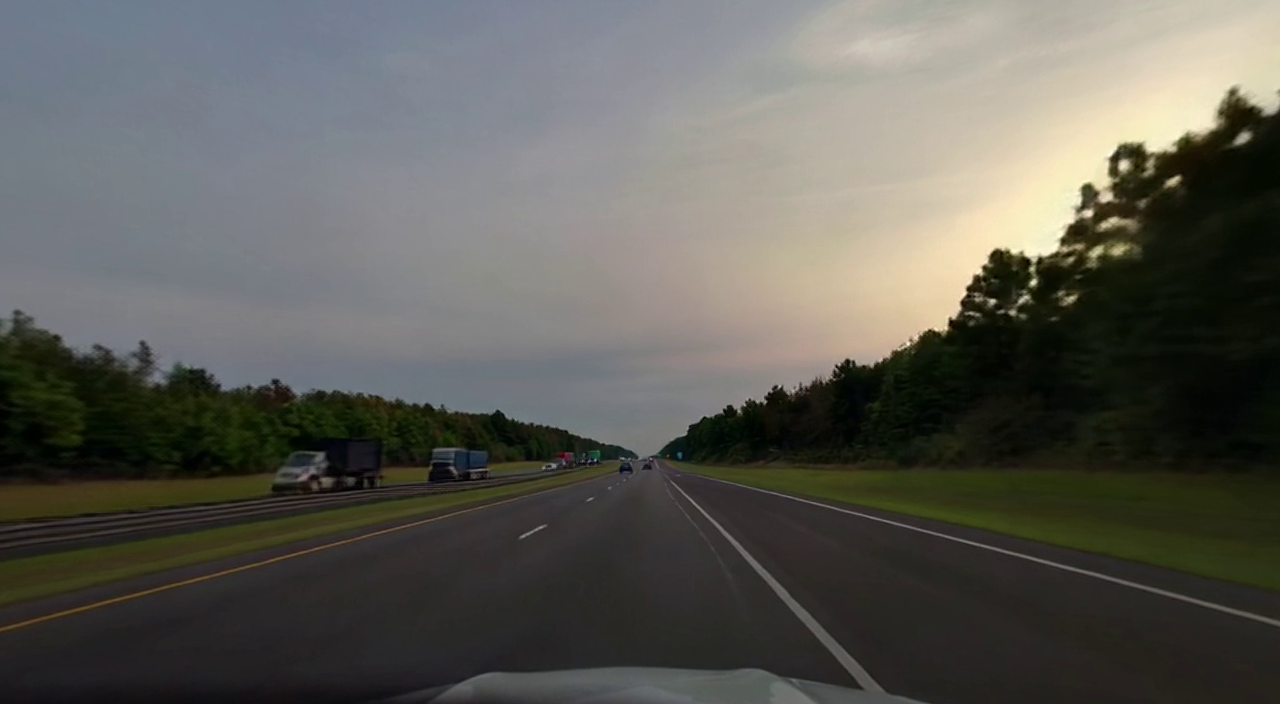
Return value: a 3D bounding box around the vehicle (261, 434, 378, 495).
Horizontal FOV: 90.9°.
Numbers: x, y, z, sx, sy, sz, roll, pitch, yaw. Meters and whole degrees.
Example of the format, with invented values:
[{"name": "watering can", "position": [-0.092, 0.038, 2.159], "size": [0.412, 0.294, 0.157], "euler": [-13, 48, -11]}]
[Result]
[{"name": "vehicle", "position": [-23.020, 8.175, 46.207], "size": [2.973, 3.879, 10.225], "euler": [-1, -9, 1]}]
